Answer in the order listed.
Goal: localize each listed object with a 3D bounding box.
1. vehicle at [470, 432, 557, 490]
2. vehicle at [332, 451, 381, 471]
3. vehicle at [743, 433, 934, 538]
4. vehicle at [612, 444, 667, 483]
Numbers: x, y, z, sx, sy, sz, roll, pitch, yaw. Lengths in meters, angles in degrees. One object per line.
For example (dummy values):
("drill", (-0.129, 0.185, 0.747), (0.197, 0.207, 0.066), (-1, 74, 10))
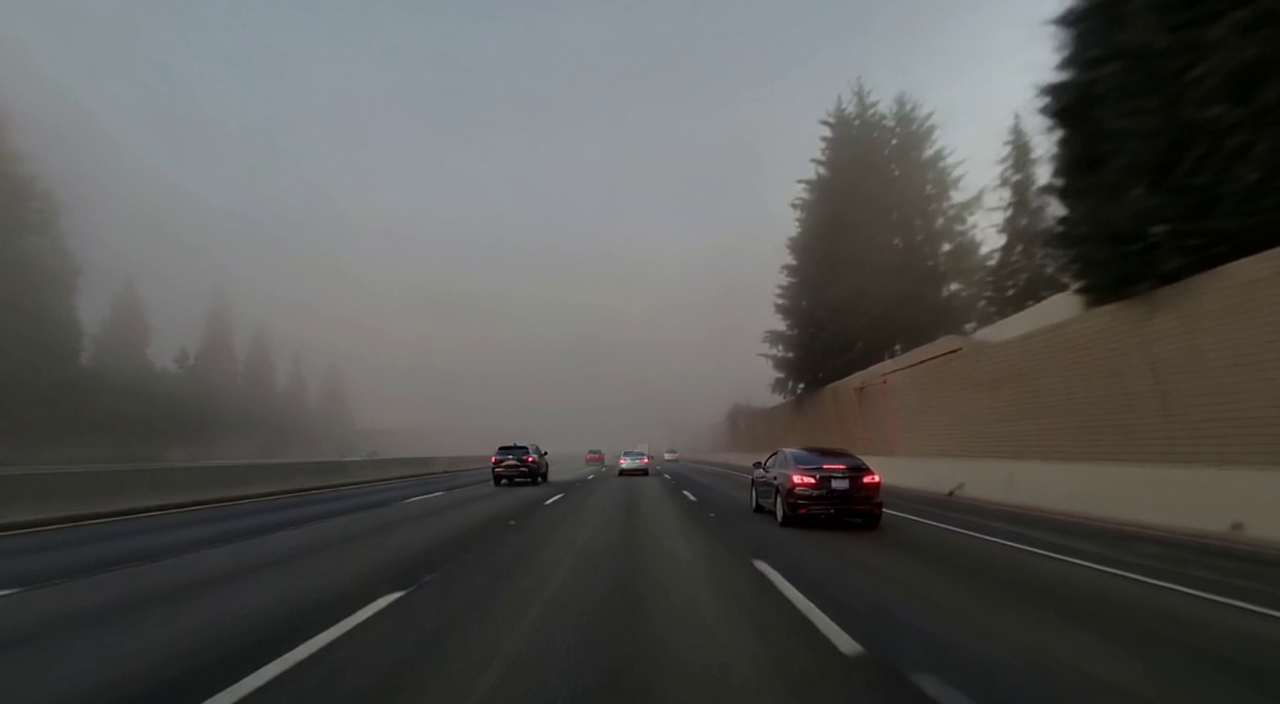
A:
("vehicle", (-4.259, 3.740, 22.026), (2.121, 1.775, 4.335), (0, -8, 0))
("vehicle", (-22.202, 8.539, 49.619), (1.731, 1.441, 4.380), (-1, -8, 1))
("vehicle", (3.285, 2.281, 11.550), (1.917, 1.507, 4.540), (0, -8, -1))
("vehicle", (-0.052, 4.476, 25.708), (2.045, 1.452, 4.040), (0, -8, -1))
